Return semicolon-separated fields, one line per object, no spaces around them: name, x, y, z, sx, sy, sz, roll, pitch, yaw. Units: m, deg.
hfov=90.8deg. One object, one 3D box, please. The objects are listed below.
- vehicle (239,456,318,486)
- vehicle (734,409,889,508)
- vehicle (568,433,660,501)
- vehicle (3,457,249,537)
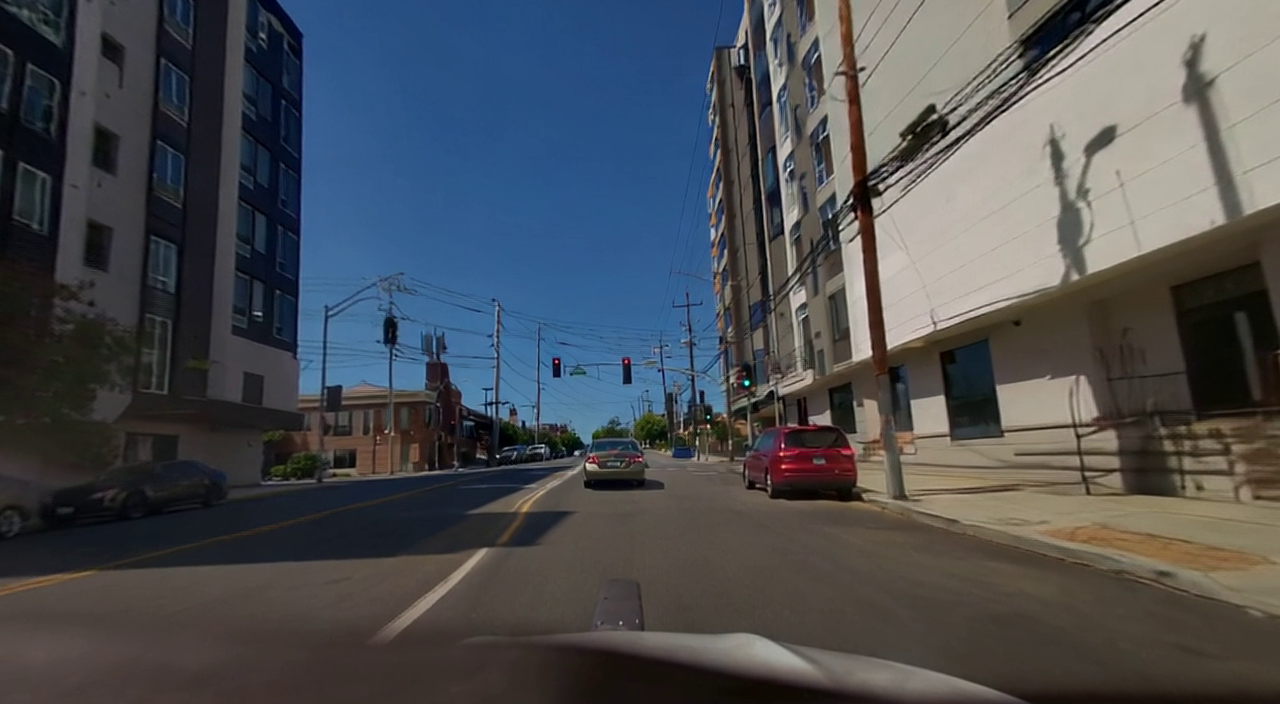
vehicle;-25.402;8.382;44.484;4.337;1.739;1.981;-4;-11;-1
vehicle;3.777;2.478;15.110;2.248;1.945;5.011;0;-8;0
vehicle;-0.573;2.820;15.913;2.019;1.453;4.129;0;-8;0
vehicle;-11.921;3.337;15.221;1.910;1.498;4.662;-1;-8;2
